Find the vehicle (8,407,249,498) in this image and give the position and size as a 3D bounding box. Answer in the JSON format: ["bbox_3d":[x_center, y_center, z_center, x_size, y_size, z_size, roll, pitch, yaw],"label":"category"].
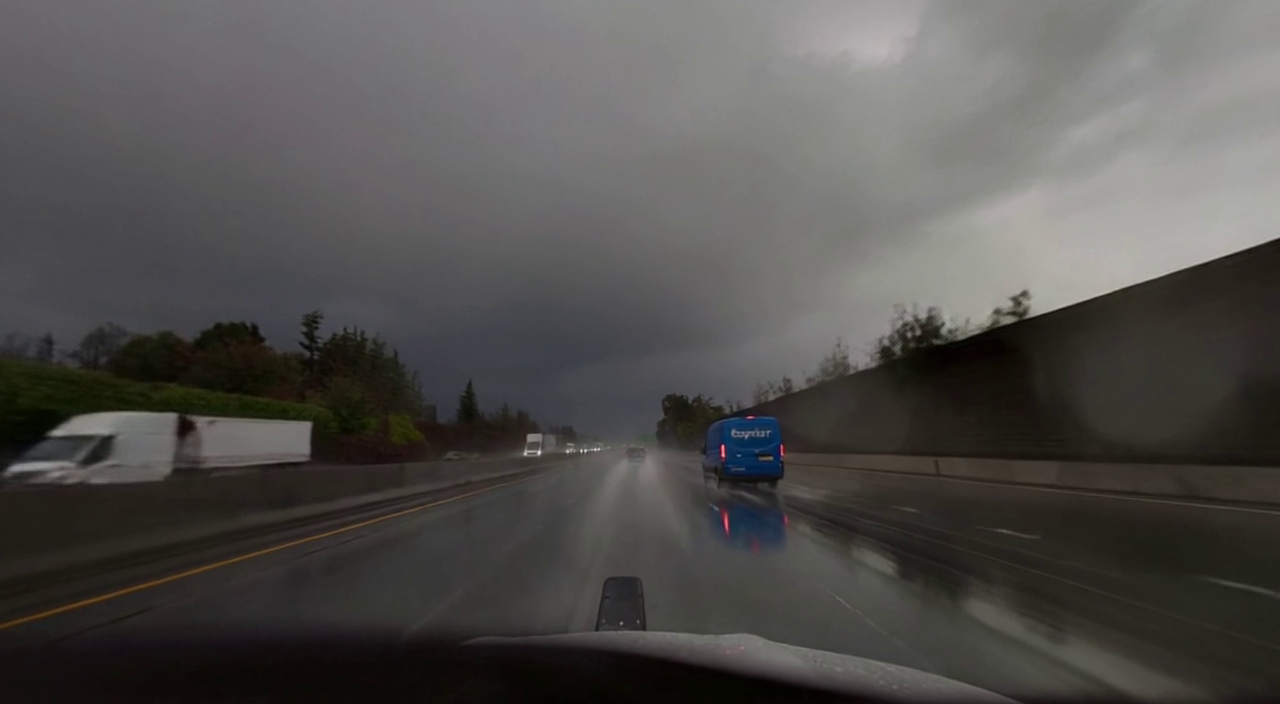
[{"bbox_3d":[-24.100,4.929,30.997,2.946,3.683,10.509,0,-9,0],"label":"vehicle"}]

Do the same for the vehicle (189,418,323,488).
[{"bbox_3d":[-24.155,6.441,40.461,3.116,3.980,8.474,0,-9,0],"label":"vehicle"}]

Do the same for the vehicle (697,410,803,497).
[{"bbox_3d":[3.533,3.471,21.697,2.373,2.561,5.922,0,-9,-2],"label":"vehicle"}]
